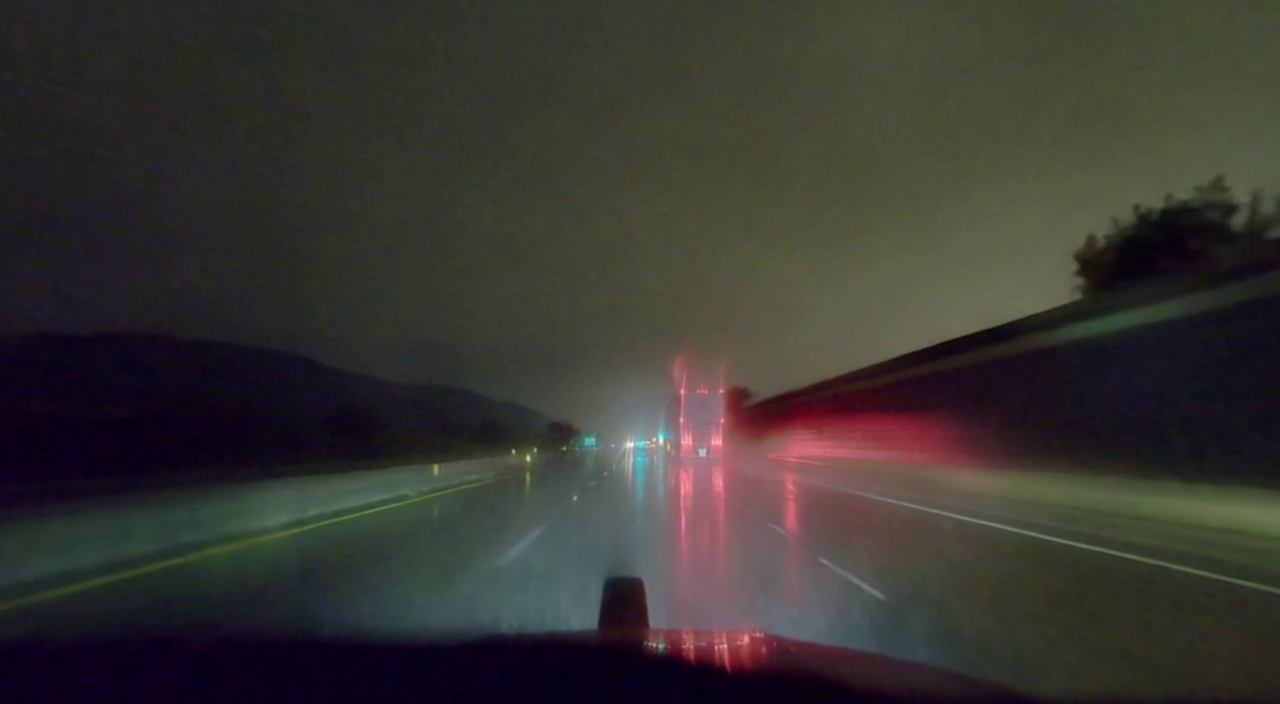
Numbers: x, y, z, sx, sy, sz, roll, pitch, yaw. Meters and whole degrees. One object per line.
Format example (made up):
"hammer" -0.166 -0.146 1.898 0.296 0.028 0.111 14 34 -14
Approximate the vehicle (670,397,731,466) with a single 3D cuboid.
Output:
"vehicle" 3.952 5.809 44.740 2.933 4.100 14.317 0 -8 0
